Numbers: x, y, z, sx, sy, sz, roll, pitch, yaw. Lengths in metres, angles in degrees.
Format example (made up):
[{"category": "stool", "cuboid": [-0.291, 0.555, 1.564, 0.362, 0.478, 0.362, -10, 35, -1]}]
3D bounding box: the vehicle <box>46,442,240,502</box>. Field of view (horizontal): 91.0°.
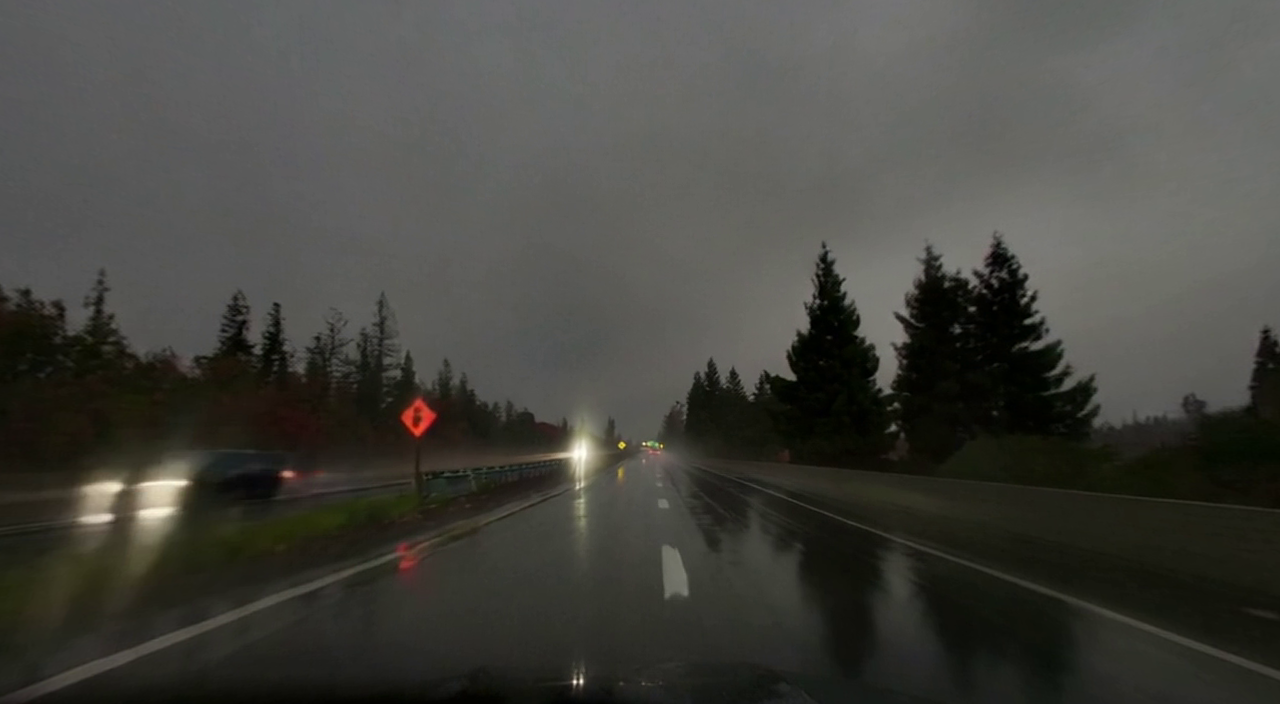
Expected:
[{"category": "vehicle", "cuboid": [-15.295, 3.702, 19.840, 2.035, 1.623, 4.812, 0, -9, 2]}]
